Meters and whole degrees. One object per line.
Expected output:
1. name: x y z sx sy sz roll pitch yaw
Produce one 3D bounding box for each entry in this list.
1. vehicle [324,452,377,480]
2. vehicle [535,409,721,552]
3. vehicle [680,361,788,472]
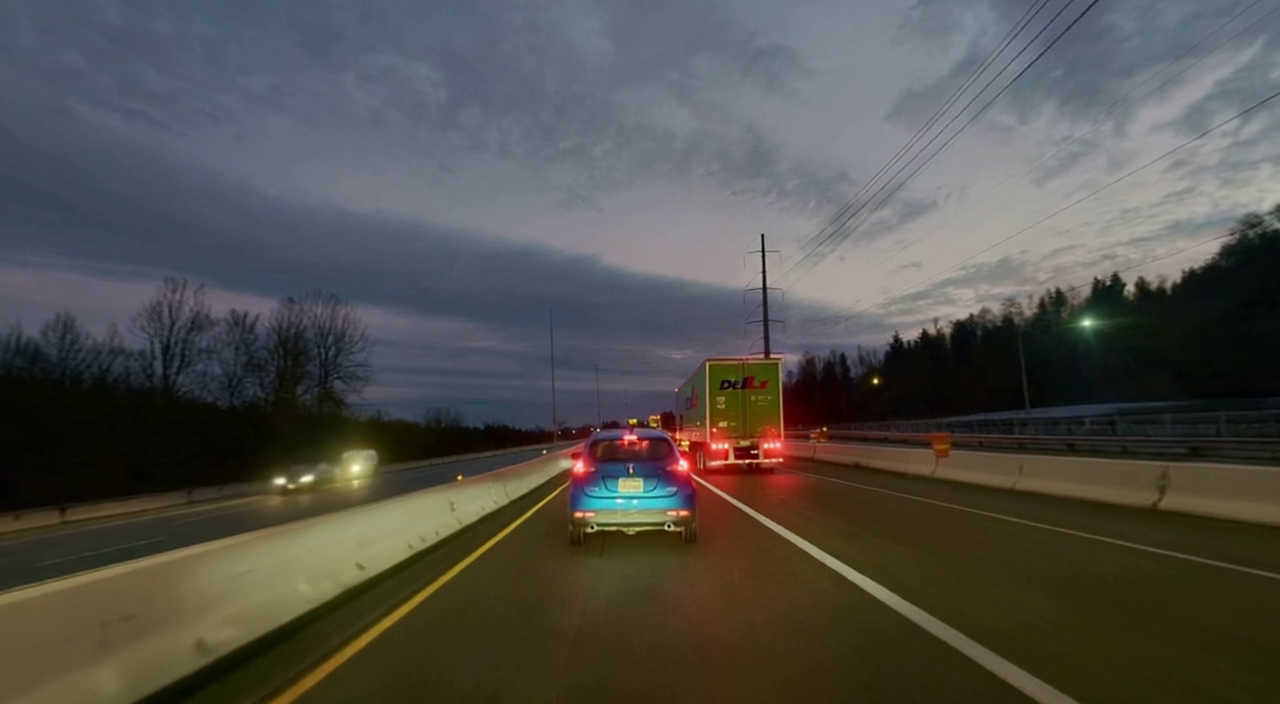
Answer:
1. vehicle: -22.465 8.845 49.023 2.081 1.900 4.823 0 -8 -4
2. vehicle: -0.170 1.694 9.021 2.062 1.581 3.914 0 -8 -1
3. vehicle: 3.576 2.836 26.471 2.835 3.872 8.916 0 -8 -2
